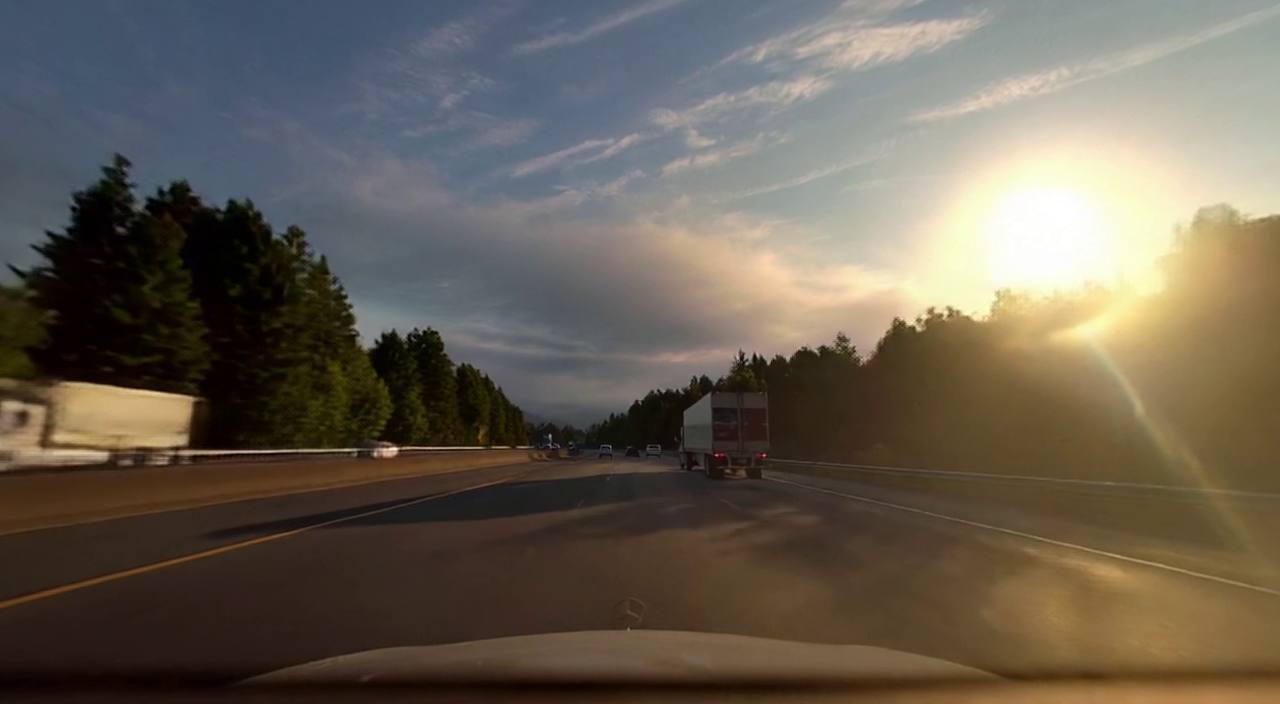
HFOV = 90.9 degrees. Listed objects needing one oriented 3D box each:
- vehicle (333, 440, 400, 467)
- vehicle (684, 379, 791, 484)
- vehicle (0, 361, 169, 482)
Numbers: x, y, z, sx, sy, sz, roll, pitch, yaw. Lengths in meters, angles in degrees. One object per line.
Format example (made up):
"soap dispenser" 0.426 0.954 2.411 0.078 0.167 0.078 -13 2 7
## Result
"vehicle" -15.773 5.896 36.616 1.865 1.464 4.619 0 -9 -1
"vehicle" 4.193 4.077 30.902 2.950 4.033 13.276 0 -9 -1
"vehicle" -19.392 2.336 20.163 2.679 3.356 7.493 0 -9 0
